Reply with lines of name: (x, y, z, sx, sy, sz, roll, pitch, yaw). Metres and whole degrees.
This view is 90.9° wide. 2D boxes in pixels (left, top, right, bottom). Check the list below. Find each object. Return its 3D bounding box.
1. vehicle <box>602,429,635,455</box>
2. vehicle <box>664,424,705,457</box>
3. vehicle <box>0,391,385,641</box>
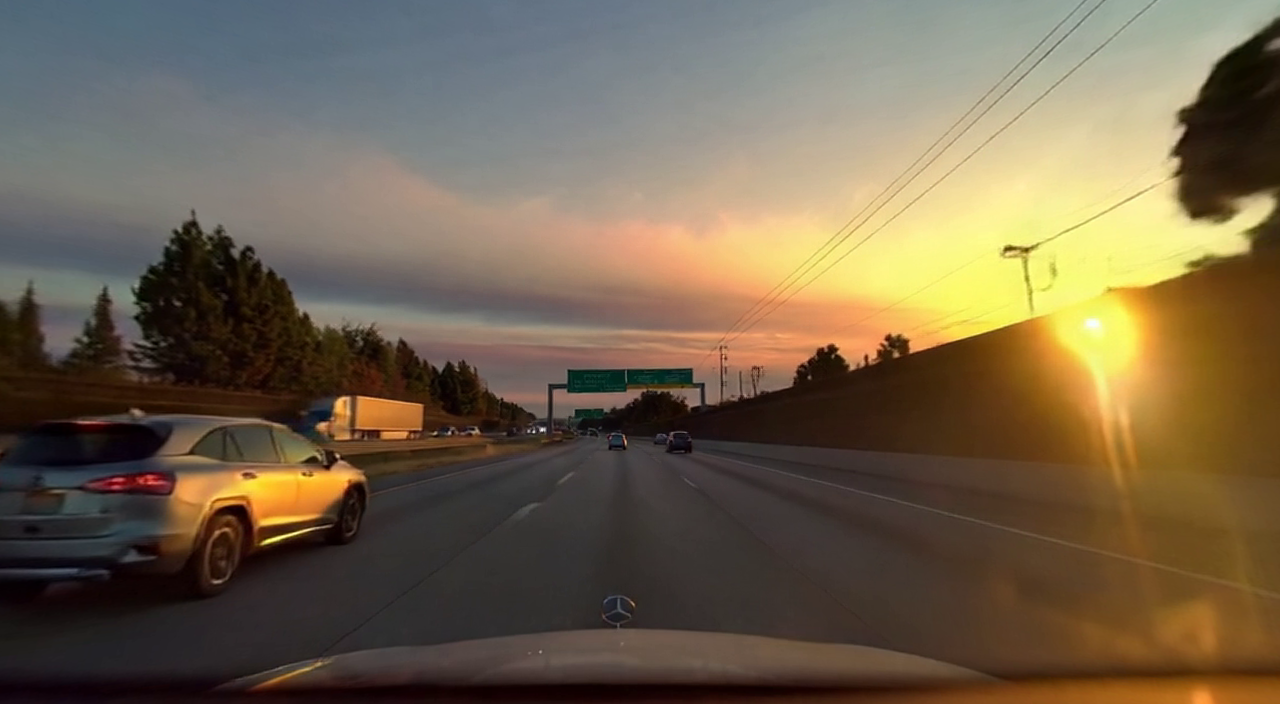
vehicle: (-1.477, 6.101, 42.986, 2.159, 1.690, 3.720, 0, -7, -3)
vehicle: (2.659, 5.375, 38.269, 1.976, 1.905, 3.263, 1, -7, -5)
vehicle: (-4.344, 1.305, 6.122, 2.100, 1.590, 4.077, 0, -7, -1)
